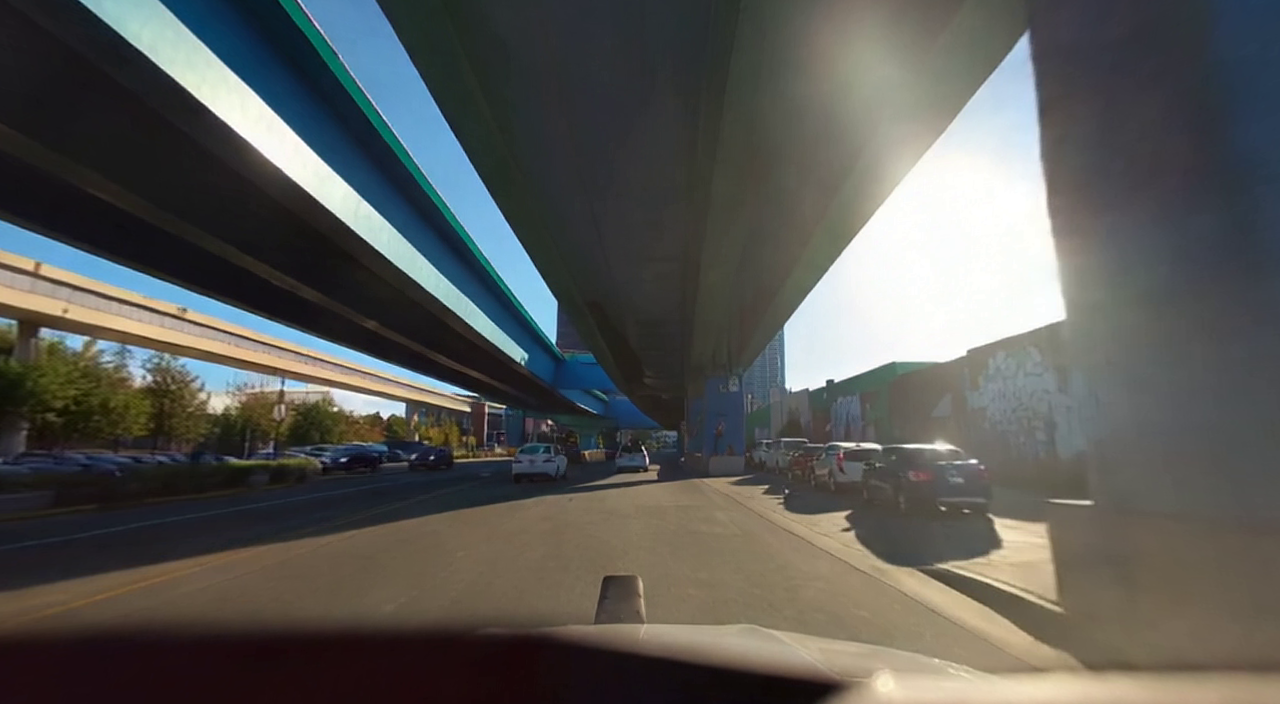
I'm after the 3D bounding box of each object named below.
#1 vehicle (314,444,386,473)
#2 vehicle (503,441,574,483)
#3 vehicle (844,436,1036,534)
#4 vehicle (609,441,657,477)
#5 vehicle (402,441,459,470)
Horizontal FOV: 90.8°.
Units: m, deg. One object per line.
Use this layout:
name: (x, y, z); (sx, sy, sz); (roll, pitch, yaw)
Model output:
vehicle: (-17.397, 6.383, 38.168); (2.056, 1.643, 4.362); (0, -8, 3)
vehicle: (-4.003, 4.412, 25.722); (2.024, 1.533, 4.549); (0, -8, 2)
vehicle: (5.805, 2.594, 12.881); (2.023, 1.627, 3.971); (1, -9, 1)
vehicle: (-0.329, 5.087, 30.352); (2.155, 1.571, 3.734); (1, -8, 0)
vehicle: (-13.878, 6.866, 42.137); (2.069, 1.728, 4.567); (0, -8, 2)
